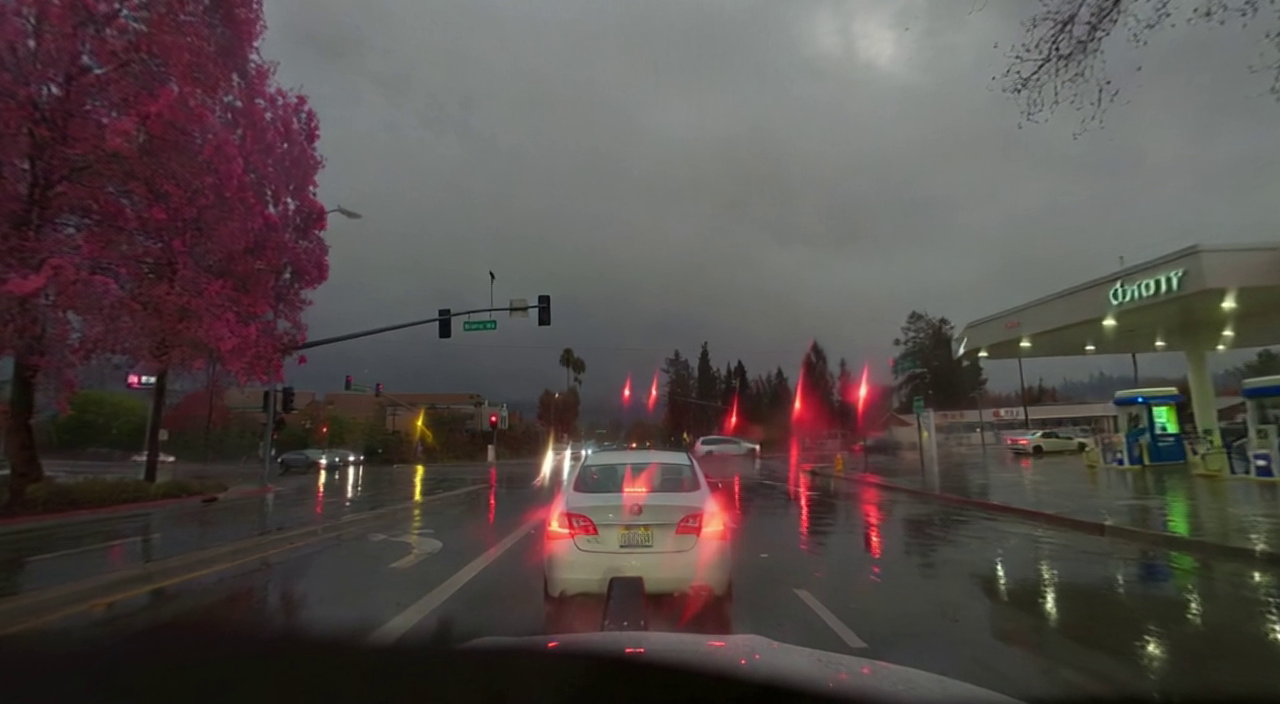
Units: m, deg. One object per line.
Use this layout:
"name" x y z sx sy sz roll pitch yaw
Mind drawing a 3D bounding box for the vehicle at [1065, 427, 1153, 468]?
"vehicle" 18.589 3.759 24.903 4.091 1.495 2.053 8 -12 -44

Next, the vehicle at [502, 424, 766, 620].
"vehicle" -0.044 1.600 6.909 2.010 1.482 4.057 0 -8 0
